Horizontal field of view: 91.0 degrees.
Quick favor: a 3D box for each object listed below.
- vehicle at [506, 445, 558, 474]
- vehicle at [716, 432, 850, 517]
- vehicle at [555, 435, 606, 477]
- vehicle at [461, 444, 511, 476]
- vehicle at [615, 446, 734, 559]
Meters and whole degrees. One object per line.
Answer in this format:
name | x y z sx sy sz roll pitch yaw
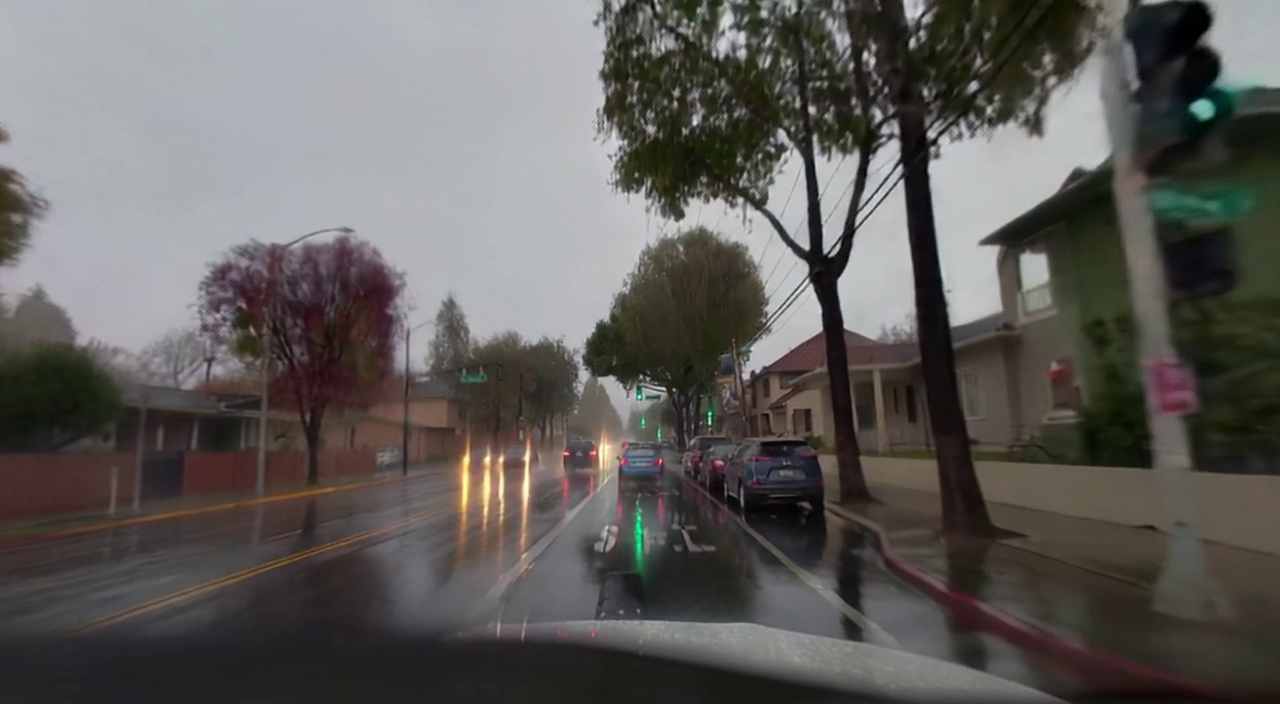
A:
vehicle | -5.971 5.982 35.315 2.055 1.521 4.639 0 -9 1
vehicle | 2.984 2.642 14.096 1.905 1.589 4.028 0 -8 -3
vehicle | -2.750 4.931 30.032 1.983 1.841 4.013 0 -8 1
vehicle | -9.060 6.363 37.370 1.850 1.720 4.237 -1 -8 0
vehicle | 0.383 2.151 9.611 1.485 1.385 3.283 1 -9 -2
